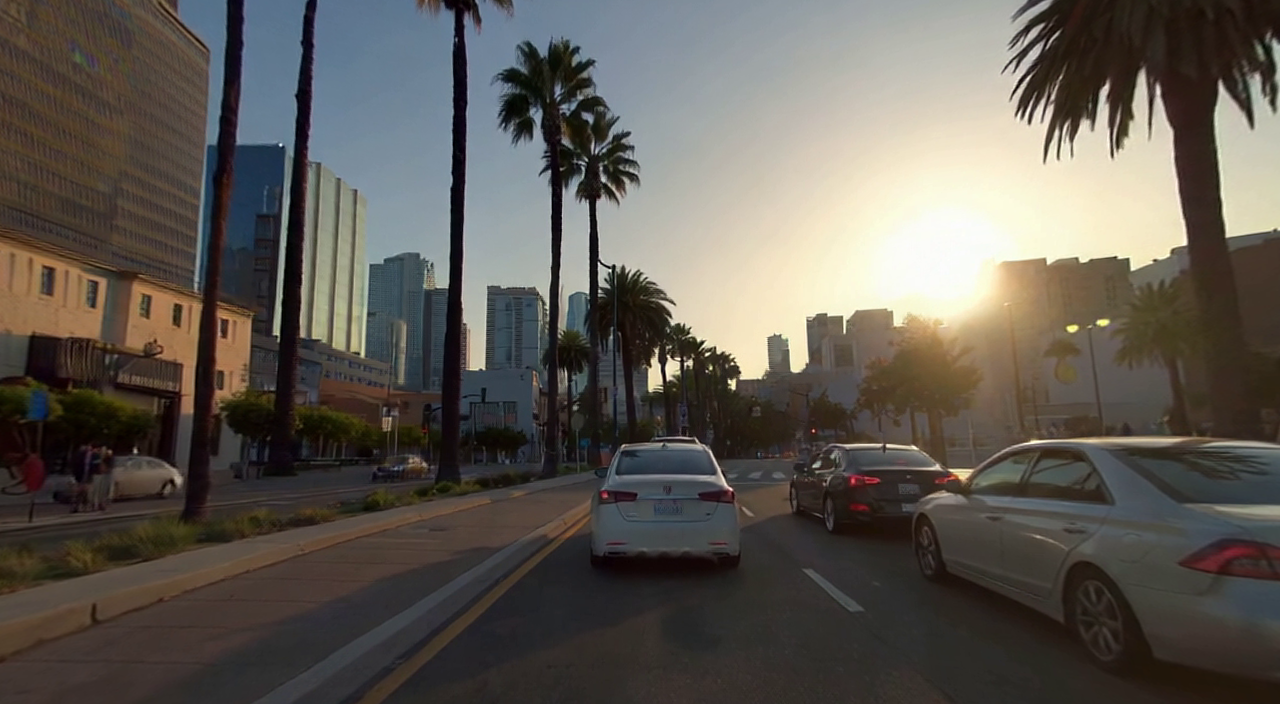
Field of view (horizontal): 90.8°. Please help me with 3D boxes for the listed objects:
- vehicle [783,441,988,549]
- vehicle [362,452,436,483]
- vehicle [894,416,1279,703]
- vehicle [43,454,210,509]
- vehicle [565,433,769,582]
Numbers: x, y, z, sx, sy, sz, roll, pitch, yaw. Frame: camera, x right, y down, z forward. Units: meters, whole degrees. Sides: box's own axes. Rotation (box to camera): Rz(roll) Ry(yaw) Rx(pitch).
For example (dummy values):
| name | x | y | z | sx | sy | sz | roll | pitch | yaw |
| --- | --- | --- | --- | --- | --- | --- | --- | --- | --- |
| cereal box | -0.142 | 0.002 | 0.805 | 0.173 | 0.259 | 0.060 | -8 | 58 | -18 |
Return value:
| name | x | y | z | sx | sy | sz | roll | pitch | yaw |
| --- | --- | --- | --- | --- | --- | --- | --- | --- | --- |
| vehicle | 3.943 | 2.347 | 11.127 | 1.920 | 1.490 | 4.417 | 0 | -9 | 1 |
| vehicle | -14.080 | 6.749 | 37.187 | 2.078 | 1.662 | 4.436 | -2 | -9 | 9 |
| vehicle | 3.643 | 1.301 | 4.571 | 1.913 | 1.469 | 4.425 | -1 | -9 | 2 |
| vehicle | -16.664 | 4.166 | 20.816 | 1.801 | 1.563 | 4.015 | -2 | -9 | 8 |
| vehicle | 0.326 | 1.876 | 8.362 | 2.078 | 1.503 | 3.681 | -1 | -9 | 2 |
